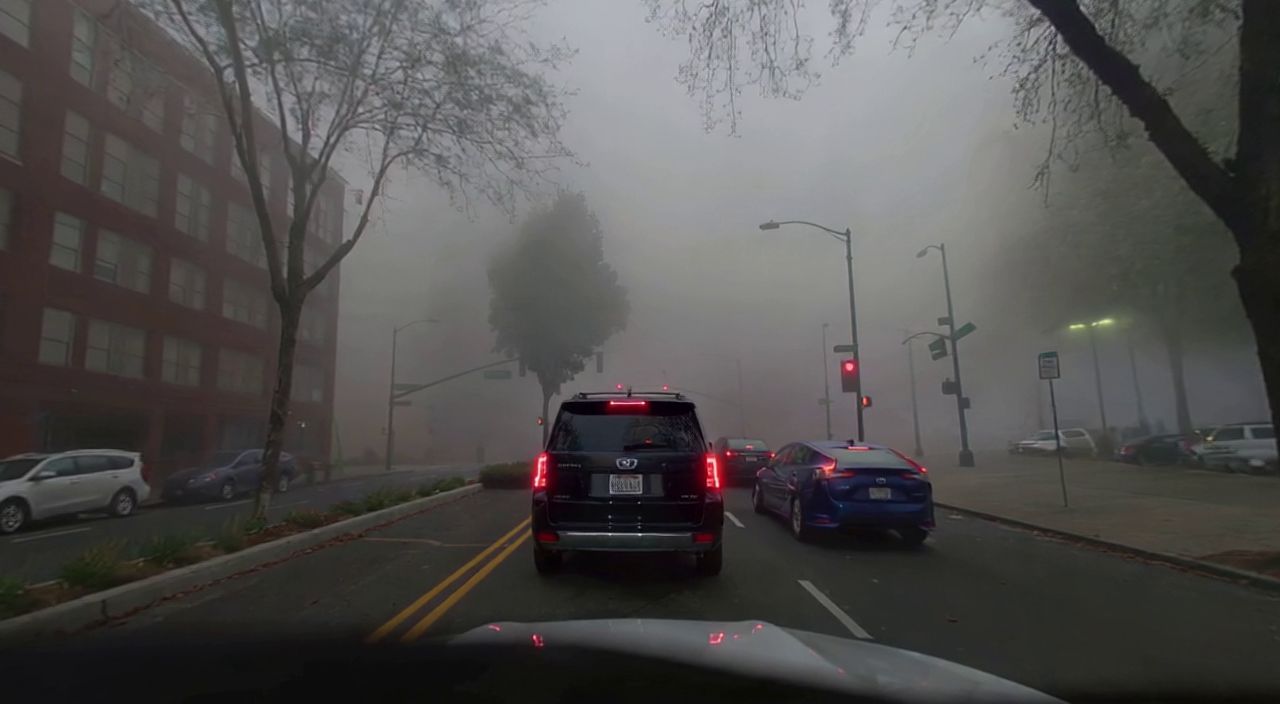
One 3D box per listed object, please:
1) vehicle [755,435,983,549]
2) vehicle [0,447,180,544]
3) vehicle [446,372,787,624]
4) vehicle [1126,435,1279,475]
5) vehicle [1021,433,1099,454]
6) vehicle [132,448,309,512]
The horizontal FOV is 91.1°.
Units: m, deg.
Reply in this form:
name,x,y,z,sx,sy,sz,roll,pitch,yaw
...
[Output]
name,x,y,z,sx,sy,sz,roll,pitch,yaw
vehicle,3.294,2.085,10.086,2.056,1.422,4.130,0,-8,-1
vehicle,-12.531,2.916,13.470,1.891,1.723,4.360,0,-8,1
vehicle,-0.161,1.365,6.771,2.453,1.816,4.300,0,-8,0
vehicle,22.160,4.052,24.965,4.055,1.469,1.848,-4,-9,26
vehicle,32.499,7.085,48.601,5.224,1.515,2.164,3,-9,-18
vehicle,-12.456,3.785,19.138,2.207,1.648,4.675,0,-8,-1
